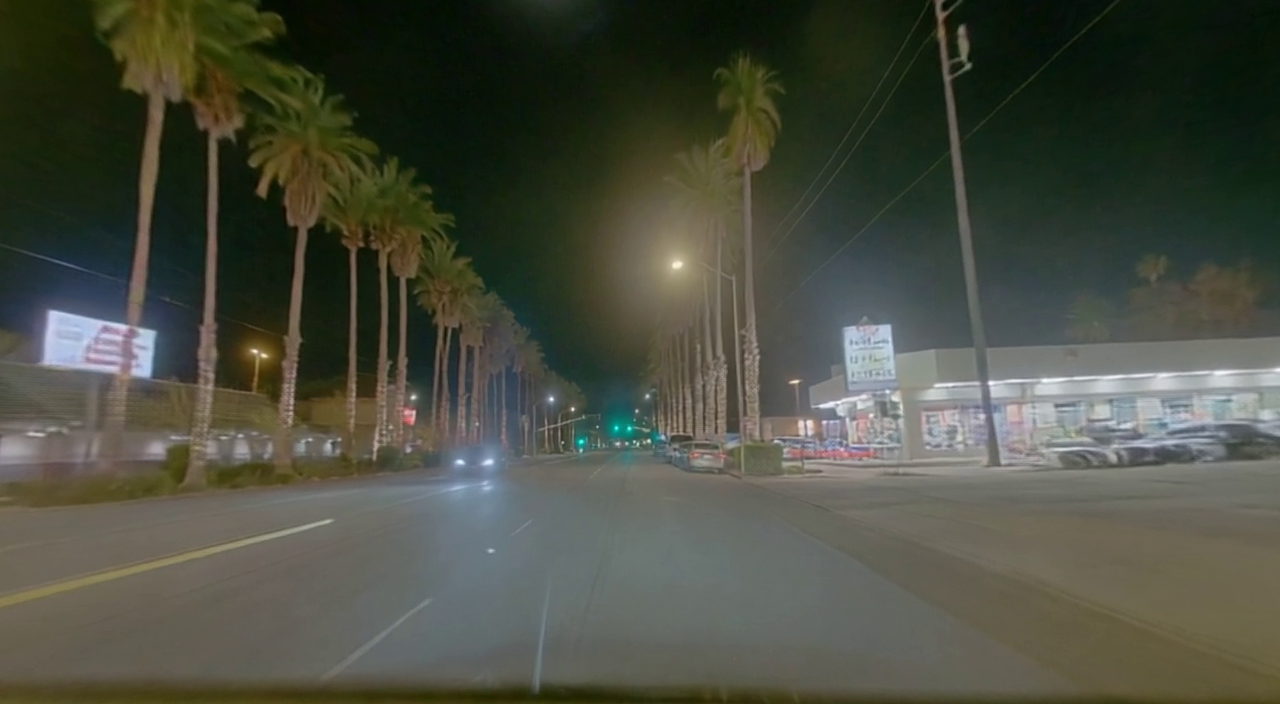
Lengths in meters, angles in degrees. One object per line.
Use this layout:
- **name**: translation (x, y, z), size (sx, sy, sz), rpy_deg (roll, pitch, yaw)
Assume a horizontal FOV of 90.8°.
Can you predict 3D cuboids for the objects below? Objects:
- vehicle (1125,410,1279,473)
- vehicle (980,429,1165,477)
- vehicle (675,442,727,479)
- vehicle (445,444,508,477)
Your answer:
- **vehicle**: translation (20.263, 3.080, 21.720), size (5.214, 2.017, 2.220), rpy_deg (0, -8, 1)
- **vehicle**: translation (14.674, 3.462, 21.668), size (4.793, 1.537, 2.105), rpy_deg (0, -8, -1)
- **vehicle**: translation (2.815, 5.136, 30.169), size (2.046, 1.588, 4.508), rpy_deg (0, -9, 0)
- **vehicle**: translation (-7.862, 5.251, 30.739), size (1.923, 1.485, 4.186), rpy_deg (0, -9, 0)
